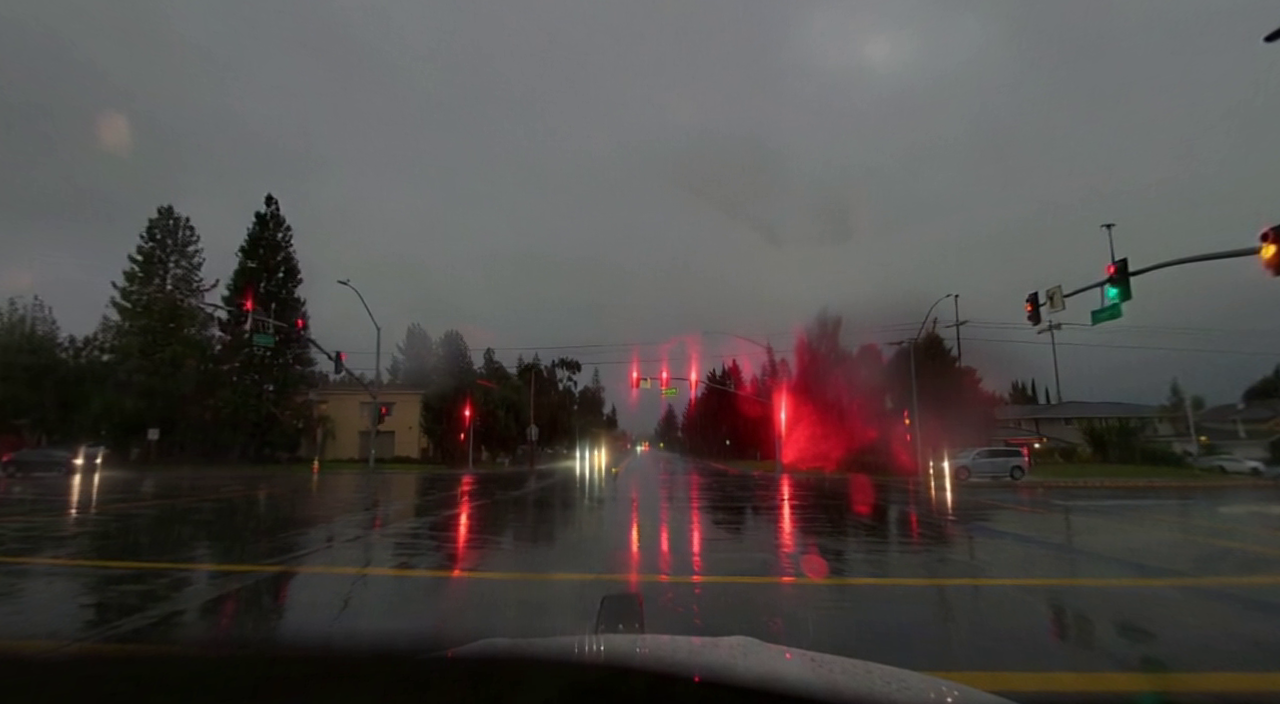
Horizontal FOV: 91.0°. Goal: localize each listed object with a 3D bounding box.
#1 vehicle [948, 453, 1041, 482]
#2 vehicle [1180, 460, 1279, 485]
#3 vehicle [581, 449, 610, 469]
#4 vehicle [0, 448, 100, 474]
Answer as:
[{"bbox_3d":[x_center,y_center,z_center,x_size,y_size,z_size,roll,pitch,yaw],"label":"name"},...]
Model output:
[{"bbox_3d":[21.106,6.880,37.587,4.447,1.623,1.801,0,-8,-3],"label":"vehicle"},{"bbox_3d":[36.218,7.317,38.299,4.976,1.428,1.929,0,-8,-2],"label":"vehicle"},{"bbox_3d":[-3.442,8.360,49.211,1.908,1.441,4.142,0,-8,1],"label":"vehicle"},{"bbox_3d":[-35.135,6.419,37.186,4.741,1.447,1.807,0,-9,0],"label":"vehicle"}]
